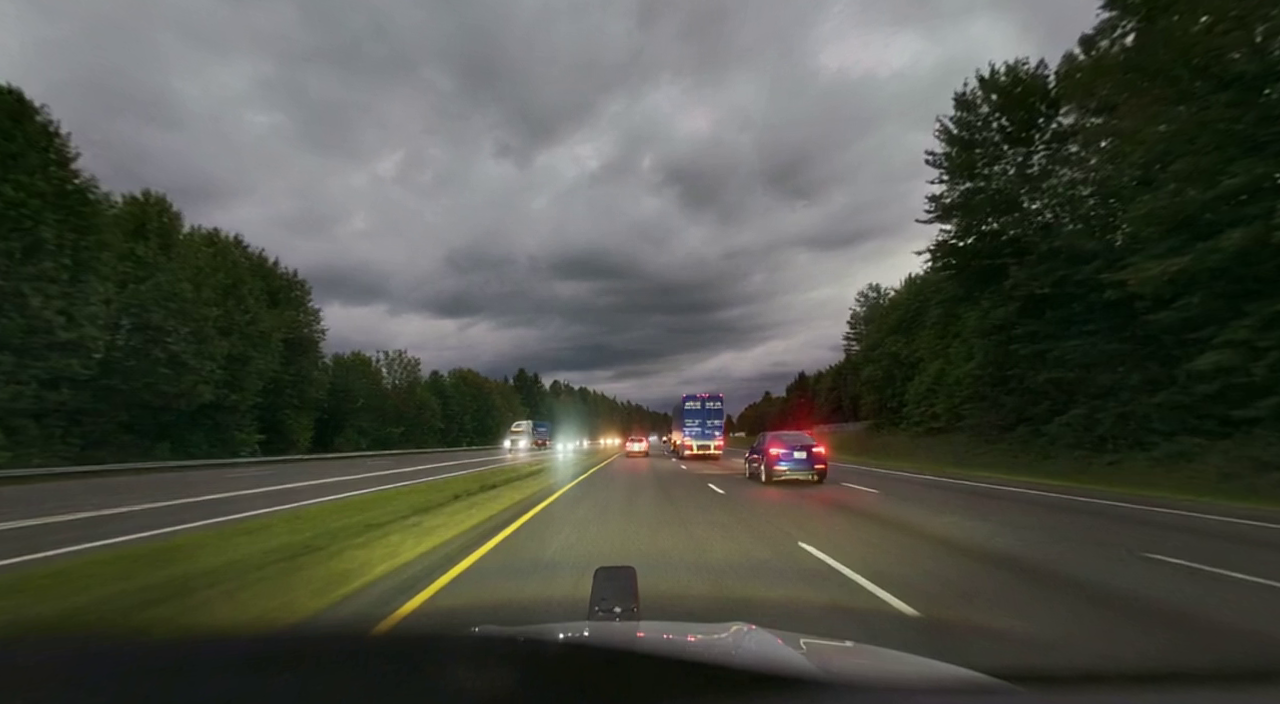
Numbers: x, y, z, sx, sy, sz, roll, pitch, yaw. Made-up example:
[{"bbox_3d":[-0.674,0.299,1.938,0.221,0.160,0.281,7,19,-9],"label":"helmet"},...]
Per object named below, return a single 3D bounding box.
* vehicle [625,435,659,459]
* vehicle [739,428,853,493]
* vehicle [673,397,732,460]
[{"bbox_3d":[0.148,6.393,42.610,2.209,1.499,4.144,0,-8,0],"label":"vehicle"},{"bbox_3d":[4.218,2.980,17.794,2.028,1.573,4.207,0,-8,-2],"label":"vehicle"},{"bbox_3d":[4.417,5.910,47.915,3.171,4.072,13.784,0,-8,0],"label":"vehicle"}]
